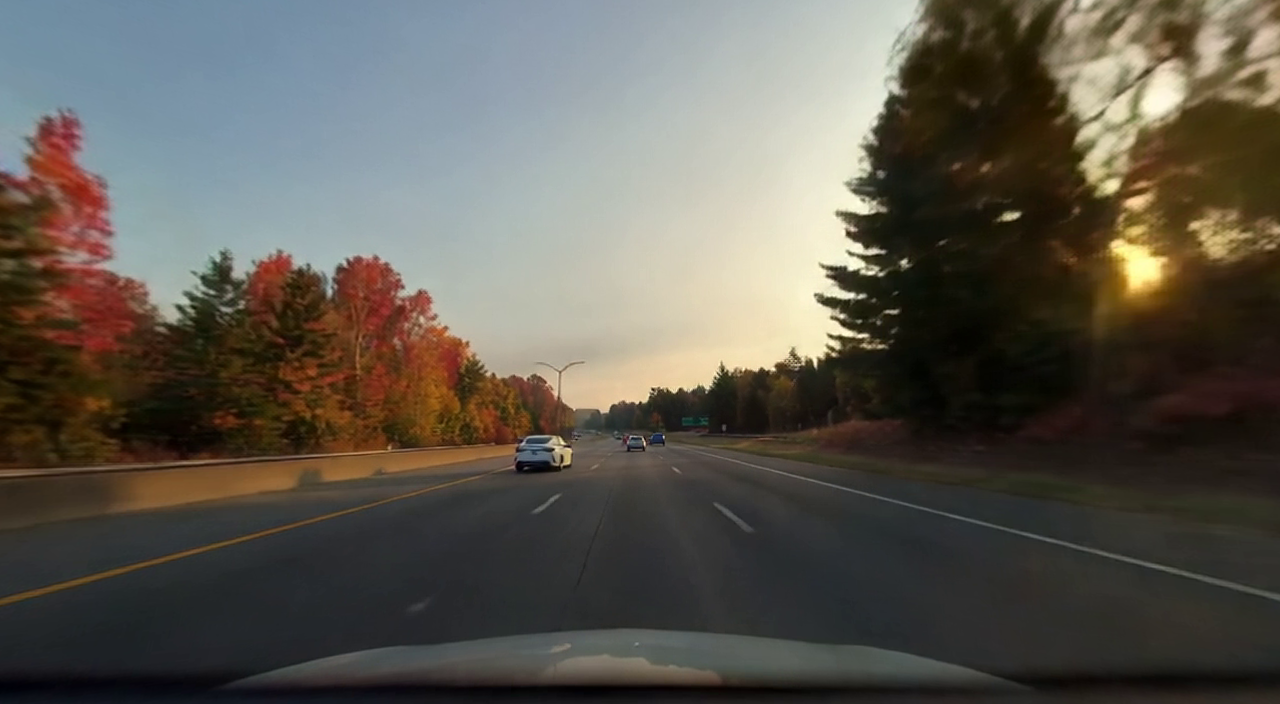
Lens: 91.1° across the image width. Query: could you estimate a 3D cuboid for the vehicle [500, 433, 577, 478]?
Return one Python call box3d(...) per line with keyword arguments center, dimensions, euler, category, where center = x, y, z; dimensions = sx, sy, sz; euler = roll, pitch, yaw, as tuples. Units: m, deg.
box3d(center=(-3.617, 3.759, 23.216), dimensions=(2.103, 1.507, 4.367), euler=(0, -8, 0), category="vehicle")
